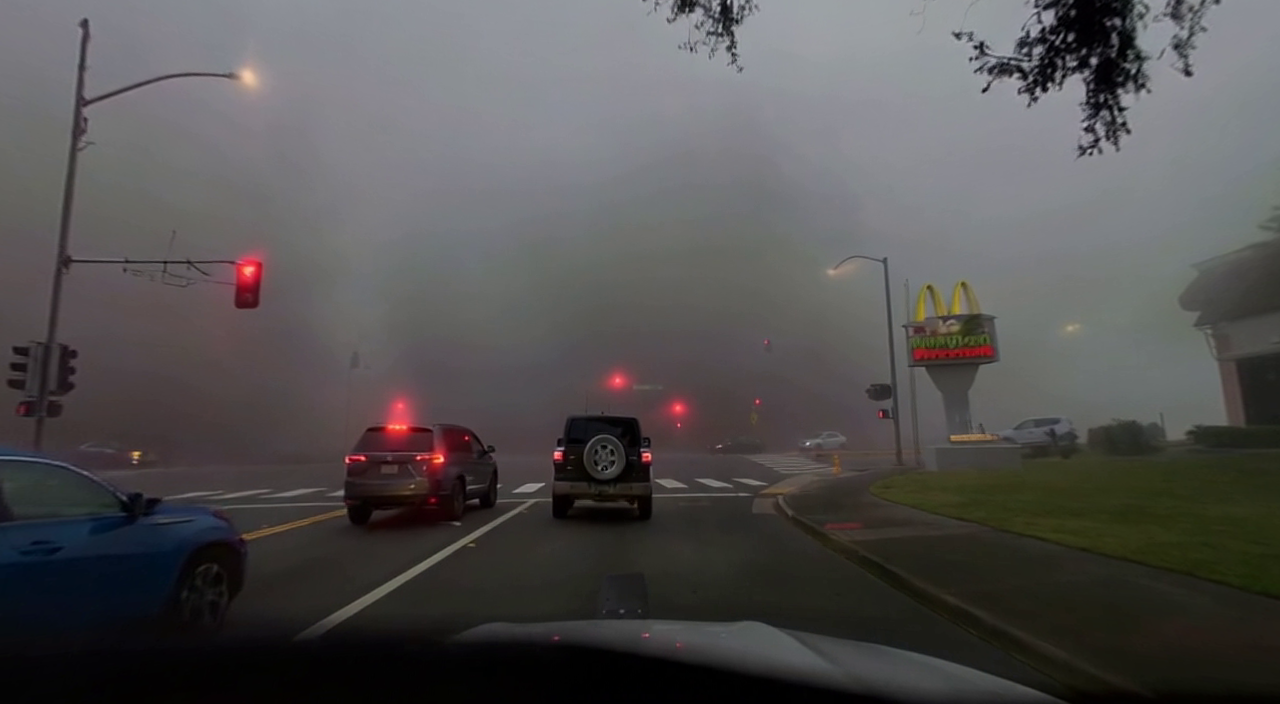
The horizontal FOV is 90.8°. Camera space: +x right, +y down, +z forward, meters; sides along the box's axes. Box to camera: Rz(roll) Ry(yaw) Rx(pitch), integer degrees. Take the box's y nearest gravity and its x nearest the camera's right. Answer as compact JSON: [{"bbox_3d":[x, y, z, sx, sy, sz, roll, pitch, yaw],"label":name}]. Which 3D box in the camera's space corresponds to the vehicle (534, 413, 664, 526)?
[{"bbox_3d":[-0.781,2.369,13.260,2.224,1.923,4.643,0,-8,-2],"label":"vehicle"}]

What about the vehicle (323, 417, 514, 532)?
[{"bbox_3d":[-3.987,2.283,12.378,2.130,1.819,4.497,0,-8,-1],"label":"vehicle"}]

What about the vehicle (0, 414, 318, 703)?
[{"bbox_3d":[-3.910,1.110,3.437,1.941,1.479,4.541,0,-8,-1],"label":"vehicle"}]
